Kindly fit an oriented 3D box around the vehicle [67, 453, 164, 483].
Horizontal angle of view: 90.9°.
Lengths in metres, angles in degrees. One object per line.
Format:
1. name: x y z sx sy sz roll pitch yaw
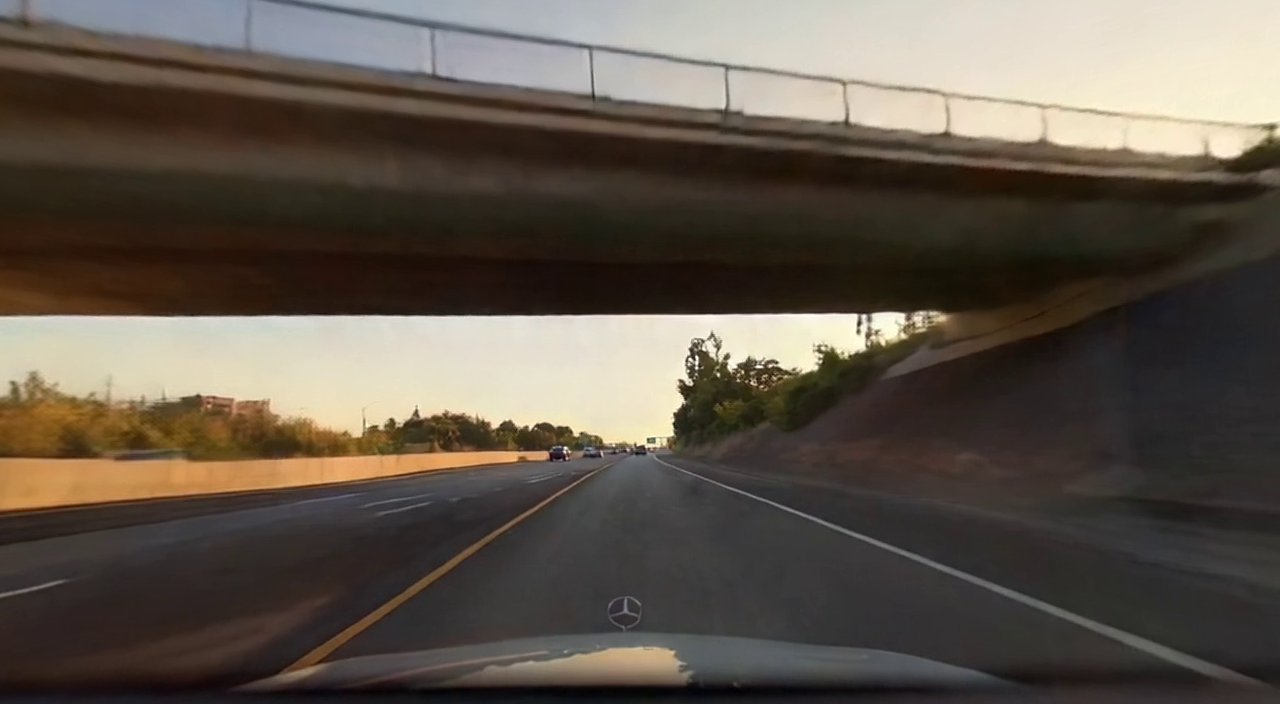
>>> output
1. vehicle: -25.591 5.670 30.911 1.599 1.361 3.494 -1 -9 4
